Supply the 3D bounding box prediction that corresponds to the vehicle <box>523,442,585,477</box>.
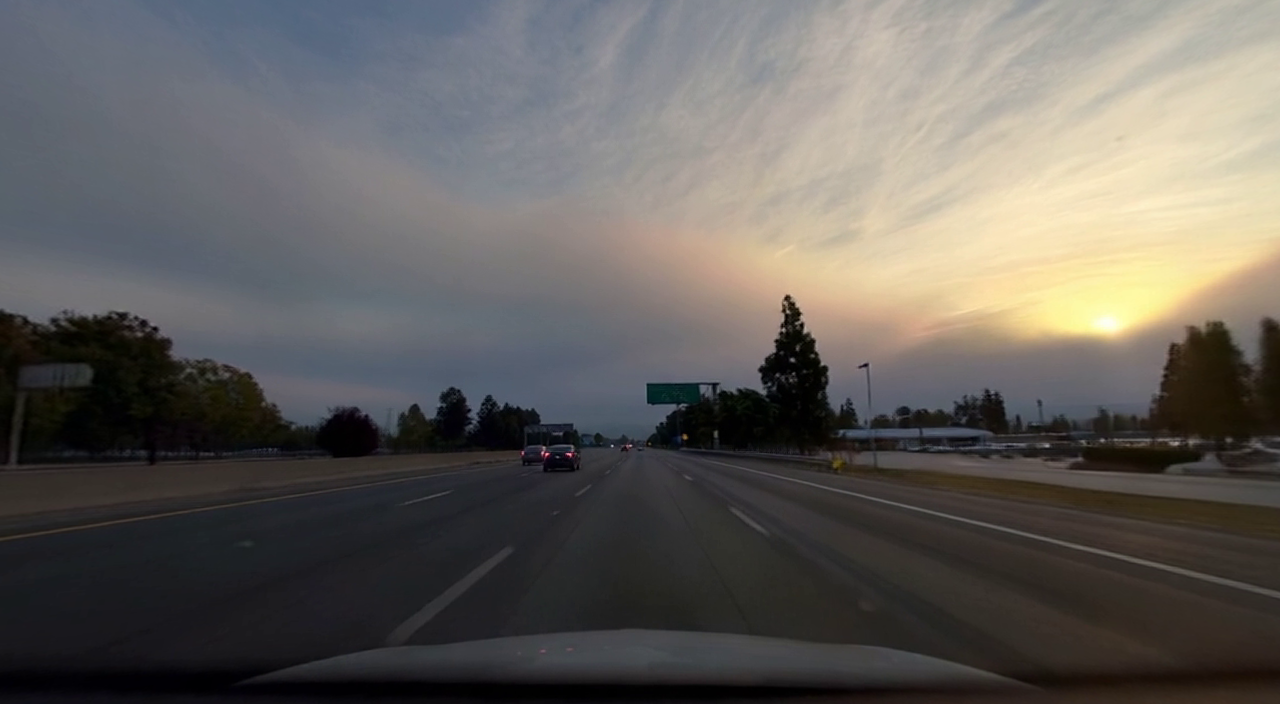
[{"bbox_3d":[-3.754,4.755,28.221,2.128,1.450,4.078,0,-8,1],"label":"vehicle"}]
